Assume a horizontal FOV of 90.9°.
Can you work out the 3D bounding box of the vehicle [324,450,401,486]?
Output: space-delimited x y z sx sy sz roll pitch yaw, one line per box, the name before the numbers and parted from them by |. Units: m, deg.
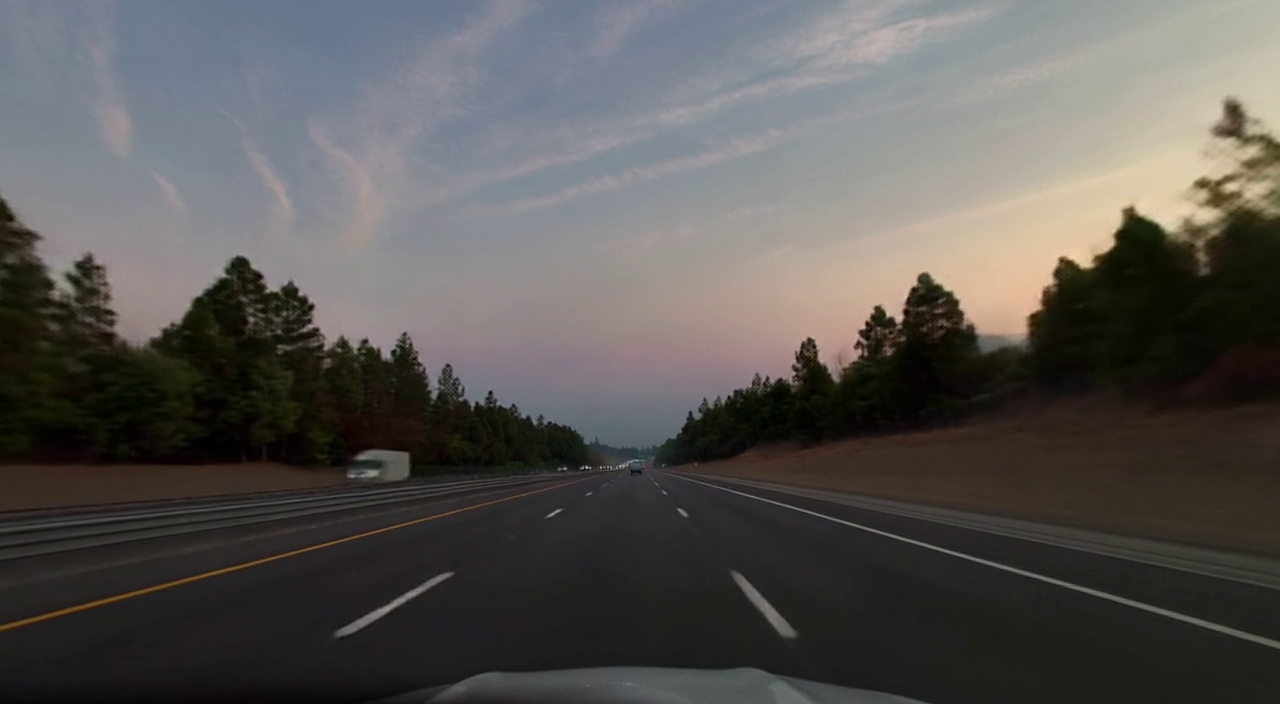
vehicle | -15.997 6.771 36.670 2.136 1.895 5.181 1 -11 0
